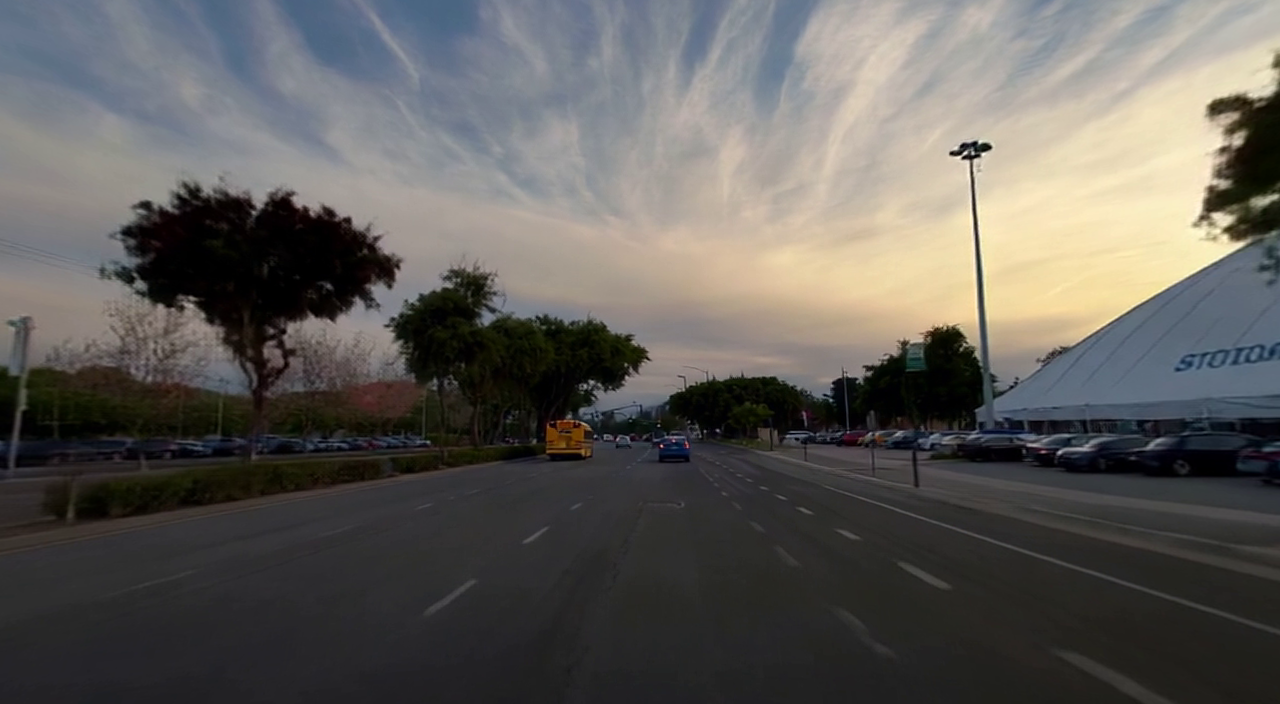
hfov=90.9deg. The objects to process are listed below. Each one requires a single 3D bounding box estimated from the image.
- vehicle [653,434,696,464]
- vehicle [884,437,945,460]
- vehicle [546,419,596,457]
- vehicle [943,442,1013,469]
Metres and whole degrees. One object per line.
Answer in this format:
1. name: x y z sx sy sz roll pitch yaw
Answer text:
1. vehicle: 1.776 5.133 33.332 2.123 1.498 4.226 0 -9 2
2. vehicle: 20.878 7.392 48.273 2.229 1.661 5.991 0 -9 3
3. vehicle: -4.918 6.342 45.950 2.485 2.556 6.363 -1 -9 4
4. vehicle: 20.139 6.175 37.827 1.849 1.466 4.831 -1 -9 4
